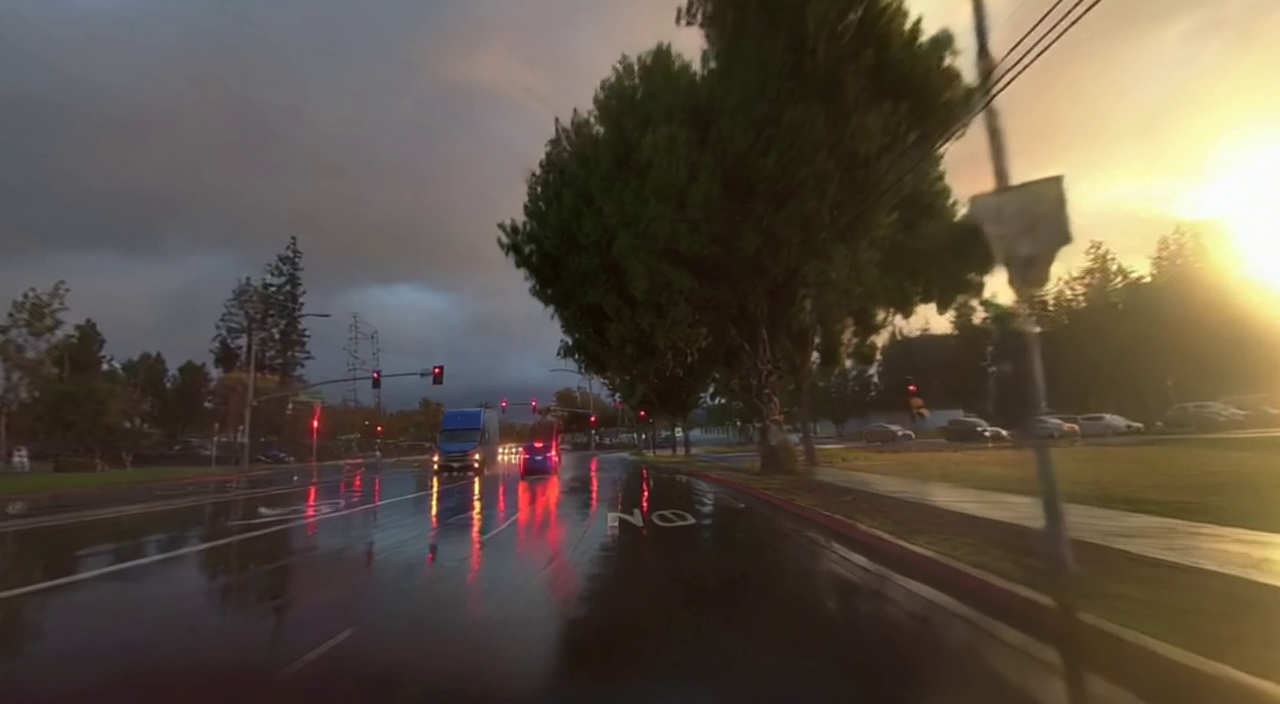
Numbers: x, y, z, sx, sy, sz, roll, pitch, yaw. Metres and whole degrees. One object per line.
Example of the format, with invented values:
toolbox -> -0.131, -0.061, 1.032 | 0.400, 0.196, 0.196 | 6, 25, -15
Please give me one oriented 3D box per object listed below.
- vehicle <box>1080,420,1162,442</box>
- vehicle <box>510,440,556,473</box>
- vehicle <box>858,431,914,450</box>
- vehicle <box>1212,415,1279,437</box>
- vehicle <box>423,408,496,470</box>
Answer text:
vehicle -> 38.107, 6.283, 49.994 | 4.643, 1.620, 1.938 | -2, -9, 13
vehicle -> -5.336, 5.265, 31.906 | 2.019, 1.485, 4.565 | 1, -9, -7
vehicle -> 19.391, 6.993, 49.628 | 3.718, 1.480, 1.981 | 4, -9, -21
vehicle -> 46.704, 5.666, 47.766 | 4.373, 1.593, 1.908 | -2, -9, 15
vehicle -> -9.397, 4.670, 33.504 | 2.461, 2.889, 6.776 | 1, -9, -6
